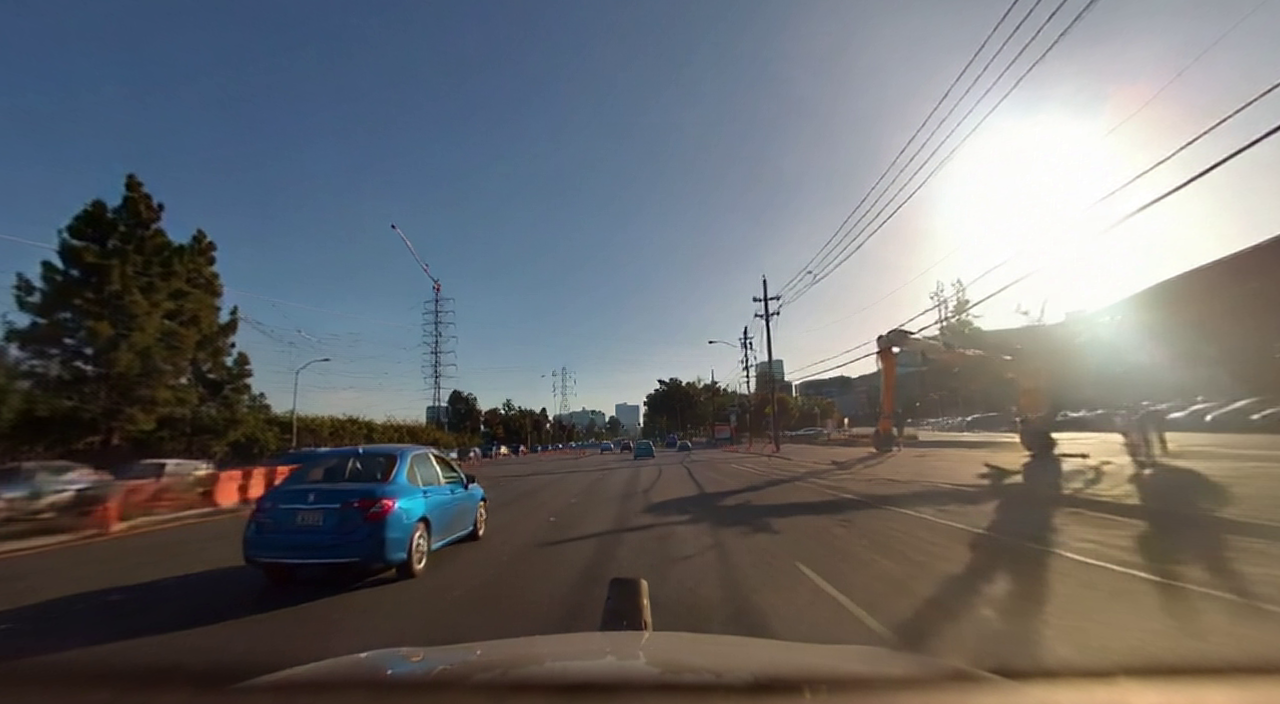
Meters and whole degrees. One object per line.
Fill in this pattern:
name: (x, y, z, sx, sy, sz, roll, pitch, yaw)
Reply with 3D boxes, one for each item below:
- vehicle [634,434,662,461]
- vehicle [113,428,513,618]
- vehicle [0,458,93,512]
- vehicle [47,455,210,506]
vehicle: (0.570, 7.149, 47.218, 2.060, 1.845, 4.151, 0, -8, 0)
vehicle: (-3.098, 1.721, 7.484, 2.087, 1.480, 4.825, 0, -8, 1)
vehicle: (-21.765, 4.538, 21.601, 1.919, 1.672, 4.607, 0, -8, 0)
vehicle: (-17.183, 4.291, 21.529, 1.852, 1.491, 4.306, 0, -8, 2)
